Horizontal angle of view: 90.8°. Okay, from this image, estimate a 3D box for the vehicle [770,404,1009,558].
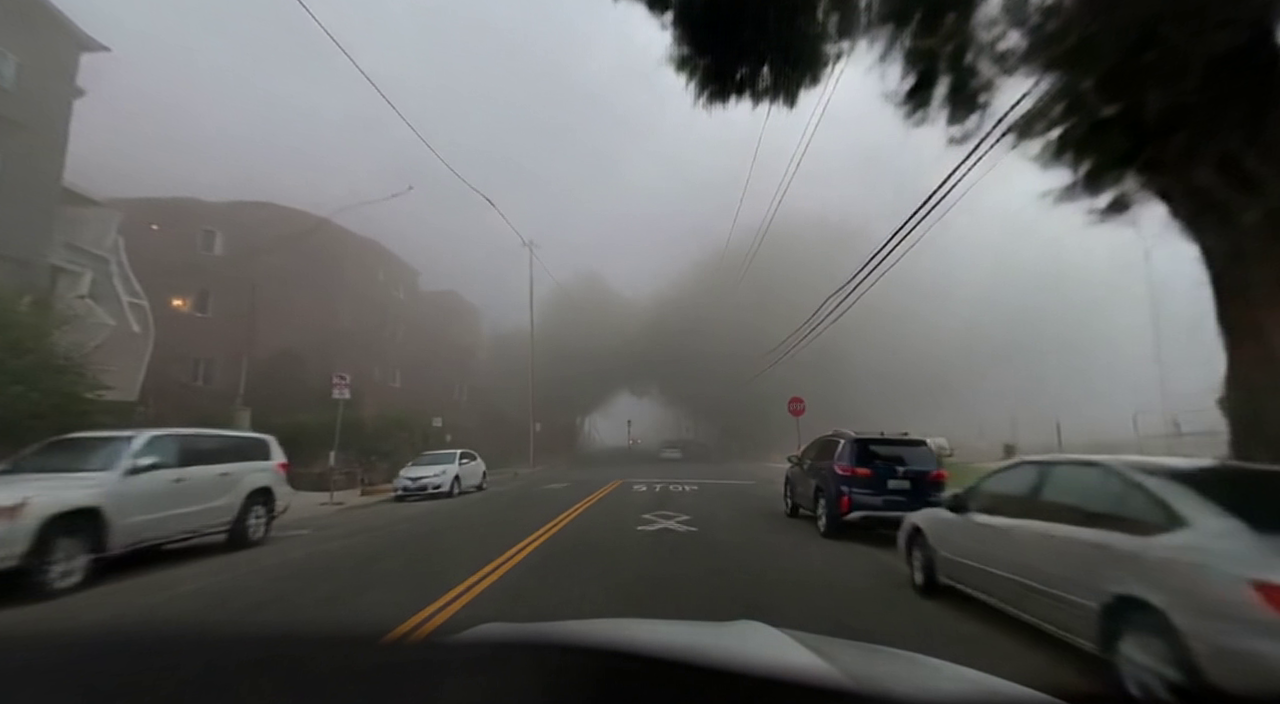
[{"bbox_3d":[3.896,2.113,11.027,2.300,1.913,4.896,4,-9,2],"label":"vehicle"}]

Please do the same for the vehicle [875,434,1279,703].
[{"bbox_3d":[3.434,1.396,4.697,1.861,1.457,4.470,-1,-9,3],"label":"vehicle"}]

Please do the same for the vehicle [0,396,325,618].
[{"bbox_3d":[-6.569,1.757,8.157,2.158,1.929,5.184,-1,-9,2],"label":"vehicle"}]

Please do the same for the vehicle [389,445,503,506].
[{"bbox_3d":[-5.815,3.710,19.551,1.922,1.505,4.502,-4,-8,3],"label":"vehicle"}]
